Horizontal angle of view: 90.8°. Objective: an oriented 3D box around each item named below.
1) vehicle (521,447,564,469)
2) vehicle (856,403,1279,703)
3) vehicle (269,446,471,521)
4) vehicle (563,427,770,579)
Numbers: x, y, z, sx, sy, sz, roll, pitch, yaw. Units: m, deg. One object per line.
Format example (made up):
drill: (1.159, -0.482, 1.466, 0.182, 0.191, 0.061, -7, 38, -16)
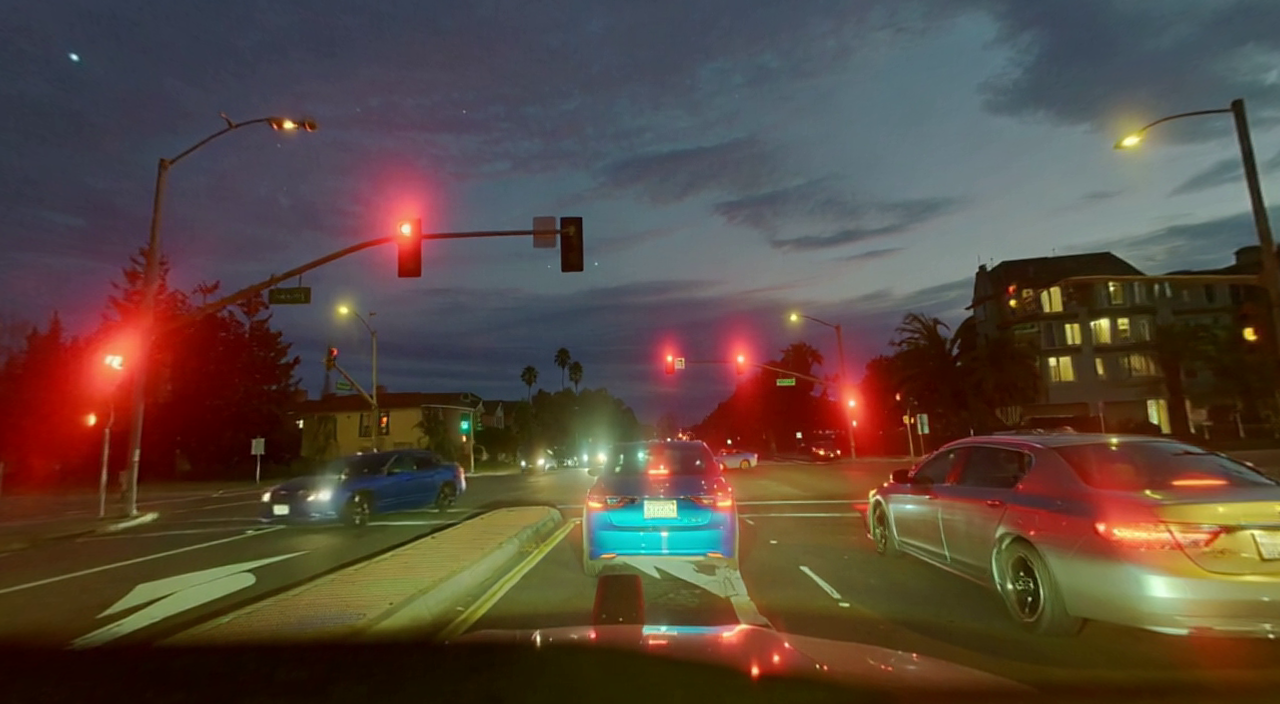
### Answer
vehicle: (-6.916, 7.582, 45.308, 2.093, 1.476, 4.278, -1, -9, 4)
vehicle: (3.658, 1.340, 5.439, 1.888, 1.486, 4.681, 0, -9, 0)
vehicle: (-6.211, 3.013, 15.131, 1.854, 1.490, 4.229, -4, -9, 25)
vehicle: (0.304, 1.819, 8.339, 2.090, 1.505, 3.756, -1, -9, 1)
